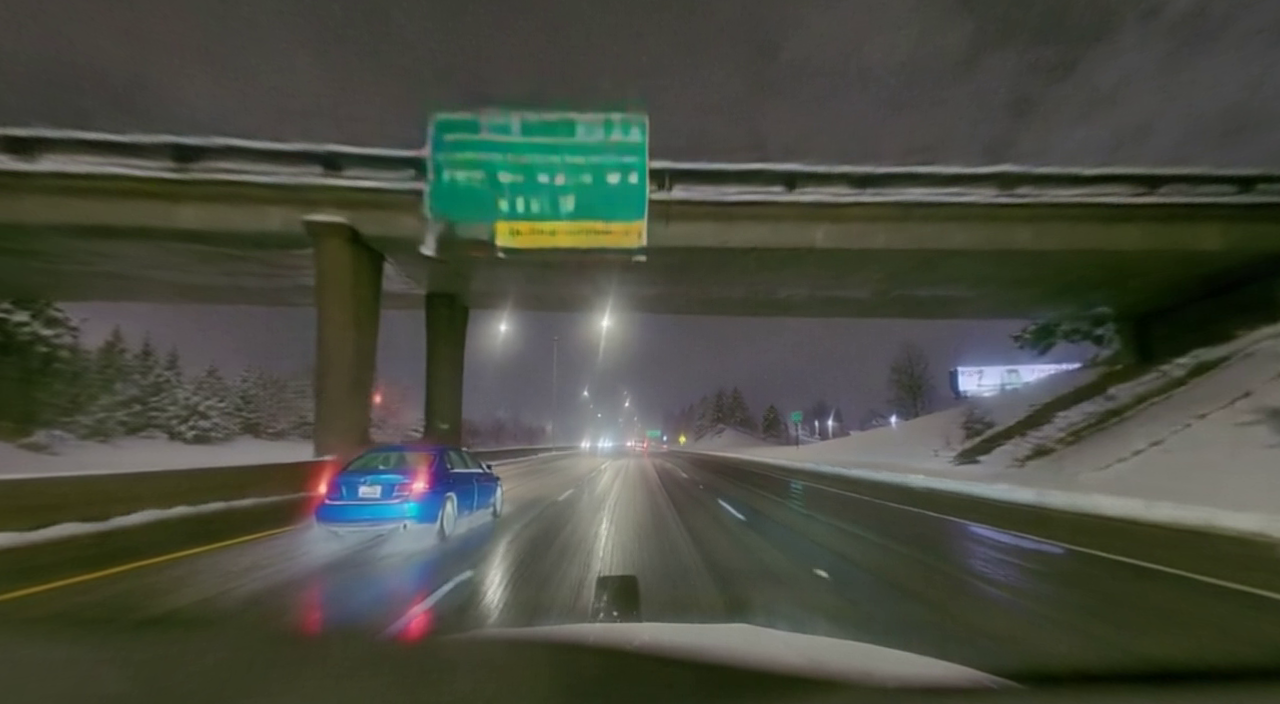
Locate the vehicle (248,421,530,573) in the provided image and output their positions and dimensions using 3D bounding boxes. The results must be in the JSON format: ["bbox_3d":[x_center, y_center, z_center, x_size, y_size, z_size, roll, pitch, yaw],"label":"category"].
[{"bbox_3d":[-3.017,1.844,8.904,2.029,1.557,4.570,0,-8,1],"label":"vehicle"}]
